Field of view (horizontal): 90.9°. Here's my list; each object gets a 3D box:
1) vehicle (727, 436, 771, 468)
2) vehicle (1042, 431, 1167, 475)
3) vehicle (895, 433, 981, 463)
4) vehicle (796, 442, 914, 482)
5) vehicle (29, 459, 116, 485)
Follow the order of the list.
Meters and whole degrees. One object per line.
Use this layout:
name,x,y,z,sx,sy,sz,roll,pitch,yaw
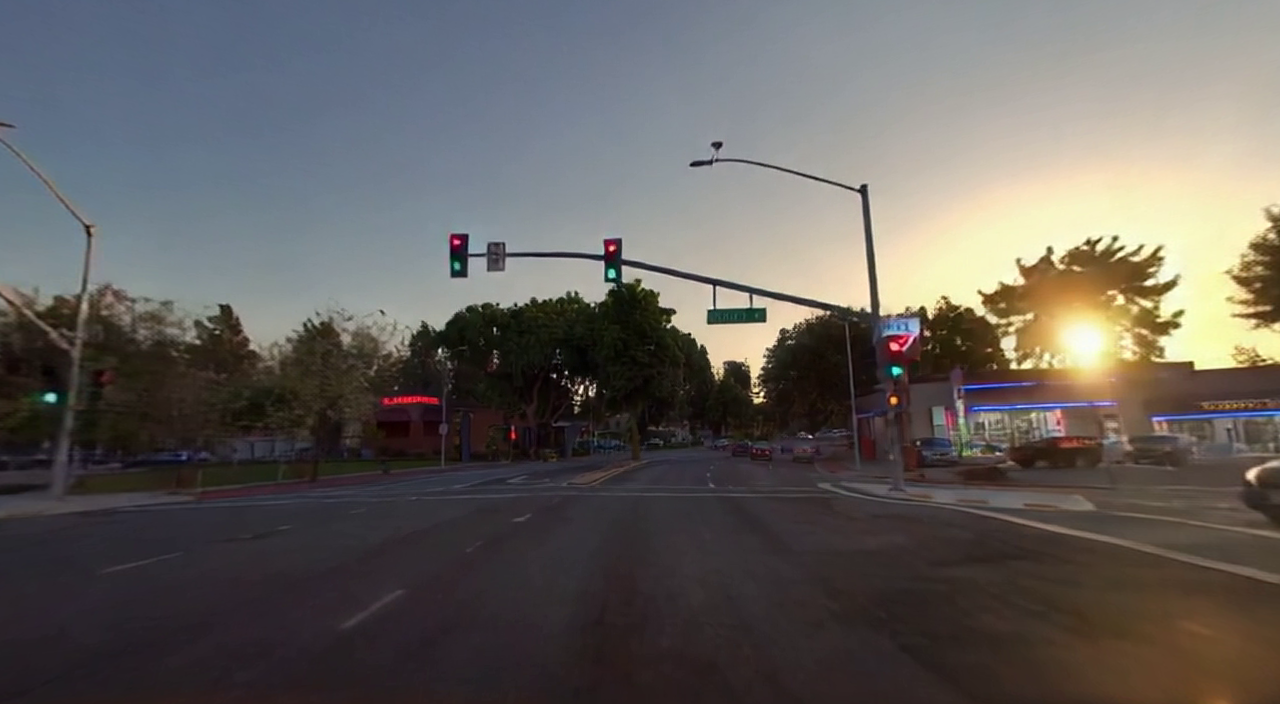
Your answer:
vehicle,6.310,5.722,36.209,2.311,1.715,4.287,-2,-9,11
vehicle,20.668,4.472,28.064,4.707,1.790,2.357,4,-9,-24
vehicle,18.906,6.119,40.247,4.557,1.825,2.350,-3,-9,15
vehicle,8.741,4.508,26.081,1.938,1.466,4.434,4,-10,-28
vehicle,-34.898,7.342,38.881,1.702,1.407,4.019,0,-9,-2
